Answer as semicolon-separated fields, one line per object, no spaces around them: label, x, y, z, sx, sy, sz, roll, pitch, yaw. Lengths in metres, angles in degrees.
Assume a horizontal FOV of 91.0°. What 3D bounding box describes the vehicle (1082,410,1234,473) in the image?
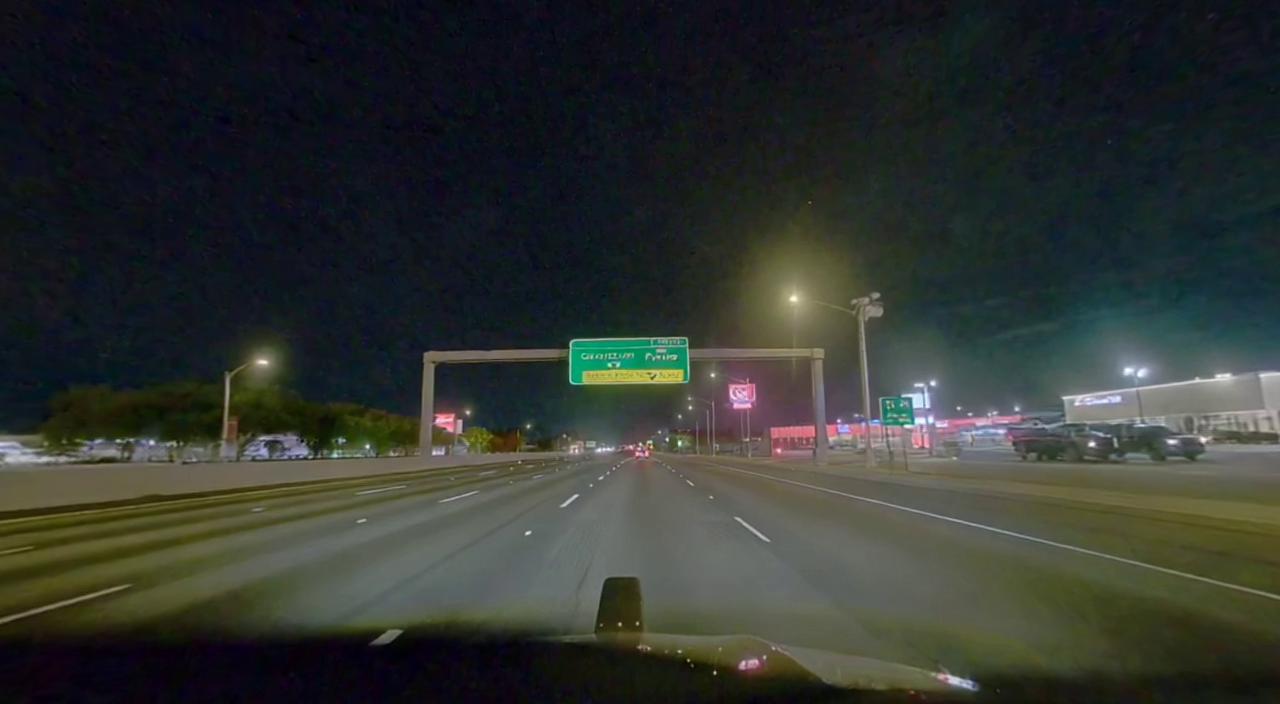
vehicle;37.918;6.695;46.721;2.959;4.000;8.873;-4;-9;-3
